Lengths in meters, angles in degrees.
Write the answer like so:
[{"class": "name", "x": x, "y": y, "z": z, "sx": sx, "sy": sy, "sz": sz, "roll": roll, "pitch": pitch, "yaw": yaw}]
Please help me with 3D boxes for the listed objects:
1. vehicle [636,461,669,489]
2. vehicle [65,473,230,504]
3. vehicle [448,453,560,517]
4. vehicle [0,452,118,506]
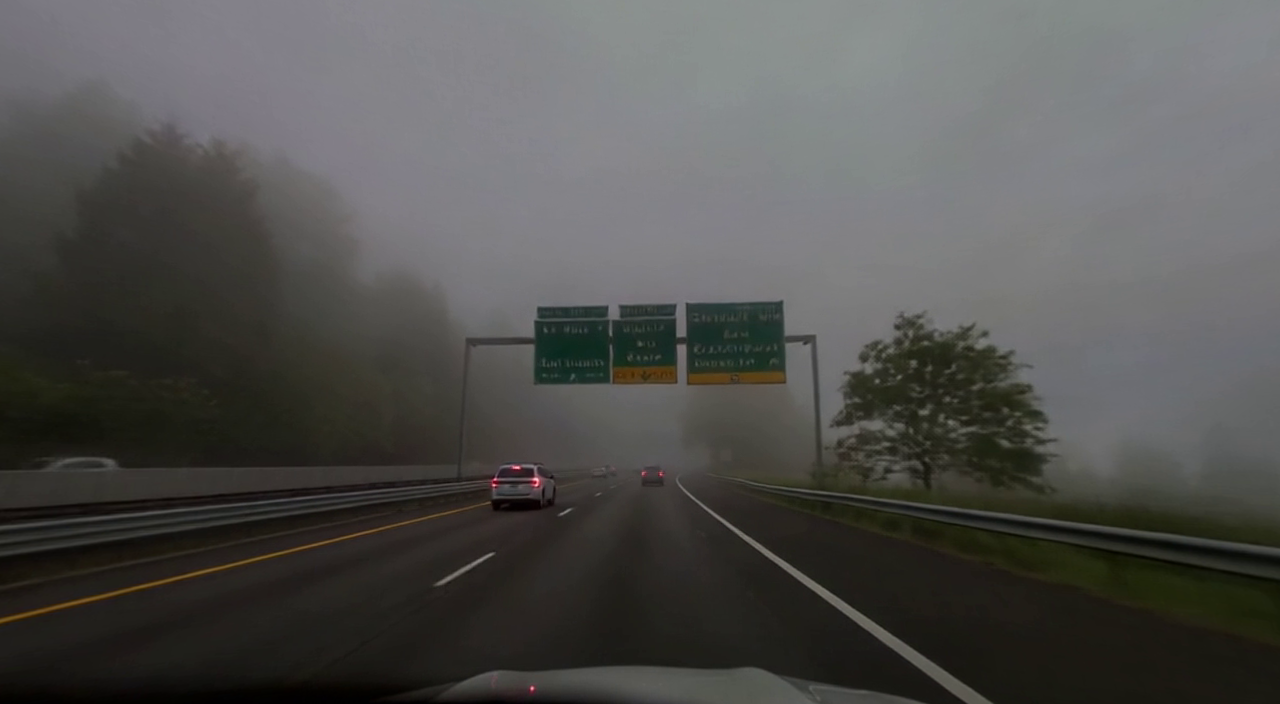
[{"class": "vehicle", "x": 0.863, "y": 7.861, "z": 40.326, "sx": 2.000, "sy": 1.594, "sz": 3.996, "roll": 1, "pitch": -10, "yaw": 3}, {"class": "vehicle", "x": -22.081, "y": 6.159, "z": 28.784, "sx": 2.307, "sy": 1.181, "sz": 6.414, "roll": 1, "pitch": -10, "yaw": 2}, {"class": "vehicle", "x": -3.721, "y": 3.778, "z": 18.201, "sx": 2.063, "sy": 1.556, "sz": 4.740, "roll": 1, "pitch": -10, "yaw": 1}, {"class": "vehicle", "x": -22.125, "y": 4.525, "z": 22.670, "sx": 1.950, "sy": 1.762, "sz": 5.268, "roll": 1, "pitch": -10, "yaw": 2}]
